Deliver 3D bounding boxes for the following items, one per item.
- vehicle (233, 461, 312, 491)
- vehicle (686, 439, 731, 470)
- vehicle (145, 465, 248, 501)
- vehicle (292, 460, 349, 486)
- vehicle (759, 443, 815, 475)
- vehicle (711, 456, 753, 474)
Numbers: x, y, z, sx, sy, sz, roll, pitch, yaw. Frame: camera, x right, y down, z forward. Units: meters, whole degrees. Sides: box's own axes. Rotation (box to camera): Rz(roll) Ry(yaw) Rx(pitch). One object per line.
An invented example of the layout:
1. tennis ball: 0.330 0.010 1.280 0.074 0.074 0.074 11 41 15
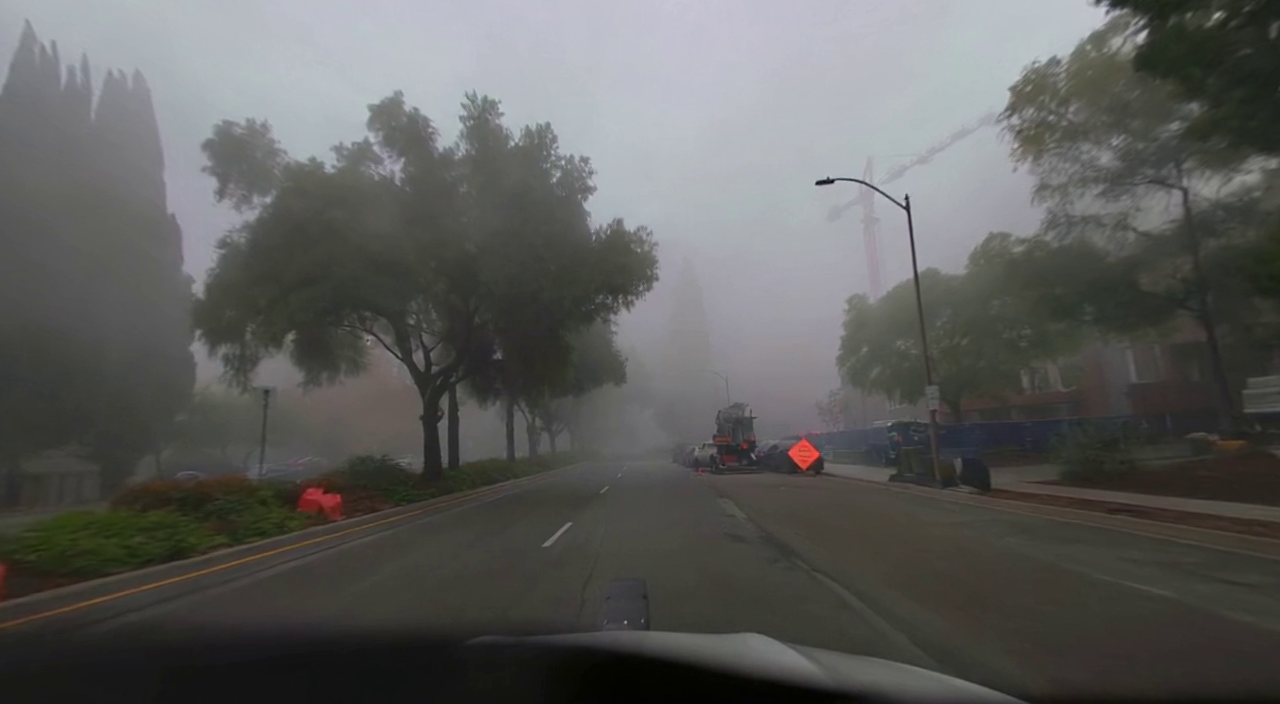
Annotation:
1. vehicle: -21.623 7.301 37.328 1.900 1.490 4.775 0 -9 -1
2. vehicle: 4.216 6.435 39.753 2.050 1.832 4.794 0 -9 -3
3. vehicle: -21.669 6.391 31.045 1.847 1.445 4.441 0 -9 0
4. vehicle: -21.891 8.268 43.418 1.832 1.583 4.083 0 -9 -1
5. vehicle: 7.455 5.458 32.371 1.933 1.483 4.330 0 -9 1
6. vehicle: 4.941 6.076 34.005 1.973 0.903 2.151 -1 -9 2
